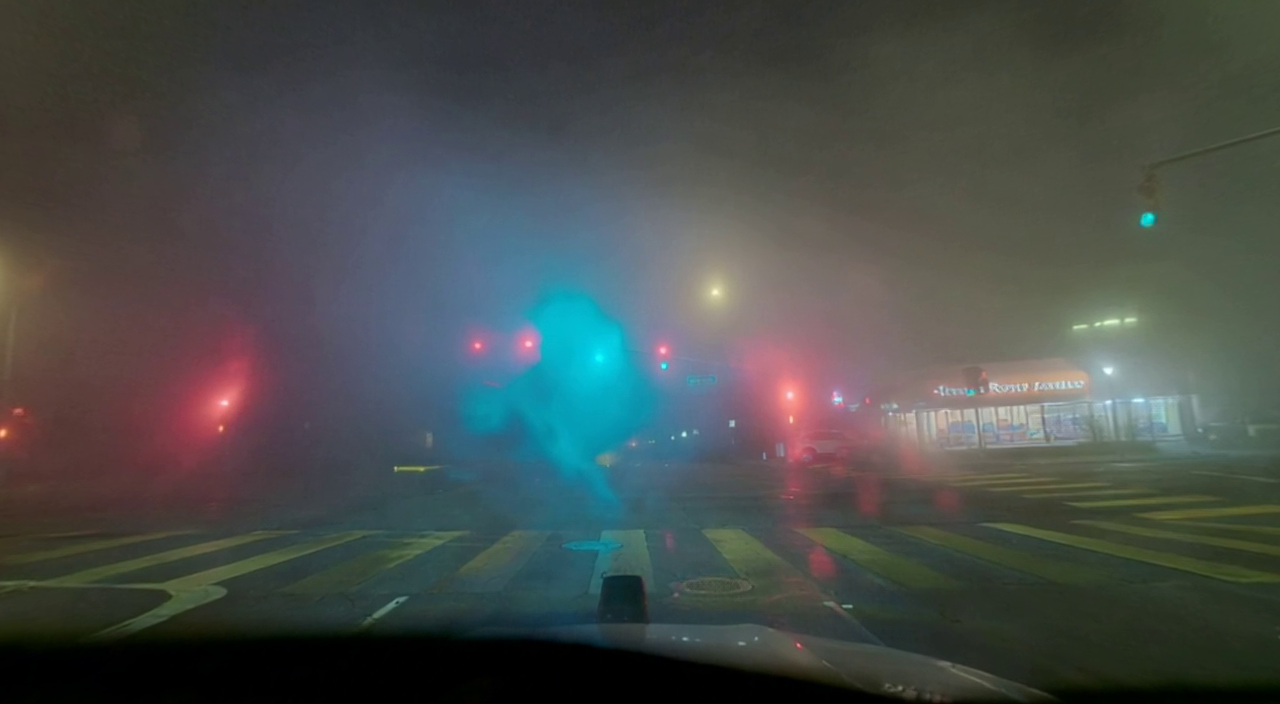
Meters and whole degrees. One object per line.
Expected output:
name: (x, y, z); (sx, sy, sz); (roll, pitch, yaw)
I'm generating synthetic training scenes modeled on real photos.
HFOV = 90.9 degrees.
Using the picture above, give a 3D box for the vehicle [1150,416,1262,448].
vehicle: (28.291, 4.072, 31.706); (1.799, 1.459, 4.266); (-1, -8, 3)
